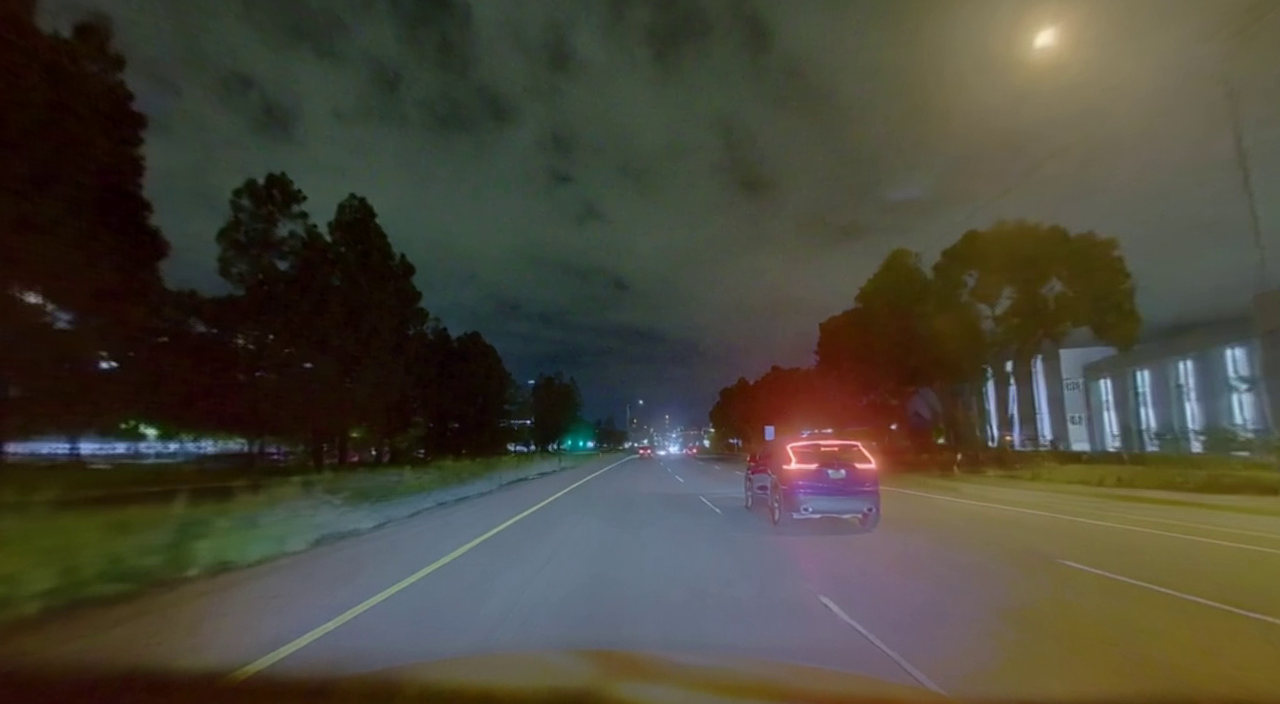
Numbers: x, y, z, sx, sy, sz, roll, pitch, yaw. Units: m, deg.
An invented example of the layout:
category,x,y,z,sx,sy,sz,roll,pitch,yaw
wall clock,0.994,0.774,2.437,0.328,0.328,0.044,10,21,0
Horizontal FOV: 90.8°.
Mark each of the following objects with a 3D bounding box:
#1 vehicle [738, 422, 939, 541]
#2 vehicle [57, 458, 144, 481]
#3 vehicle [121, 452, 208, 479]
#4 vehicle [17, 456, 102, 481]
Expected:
category,x,y,z,sx,sy,sz,roll,pitch,yaw
vehicle,3.161,2.157,11.163,2.060,1.665,4.284,0,-8,-1
vehicle,-36.480,7.953,42.756,4.190,1.483,1.866,-1,-8,3
vehicle,-36.245,8.642,48.245,4.983,1.727,2.059,-2,-7,-3
vehicle,-42.199,8.455,45.975,4.291,1.703,1.976,0,-8,2
